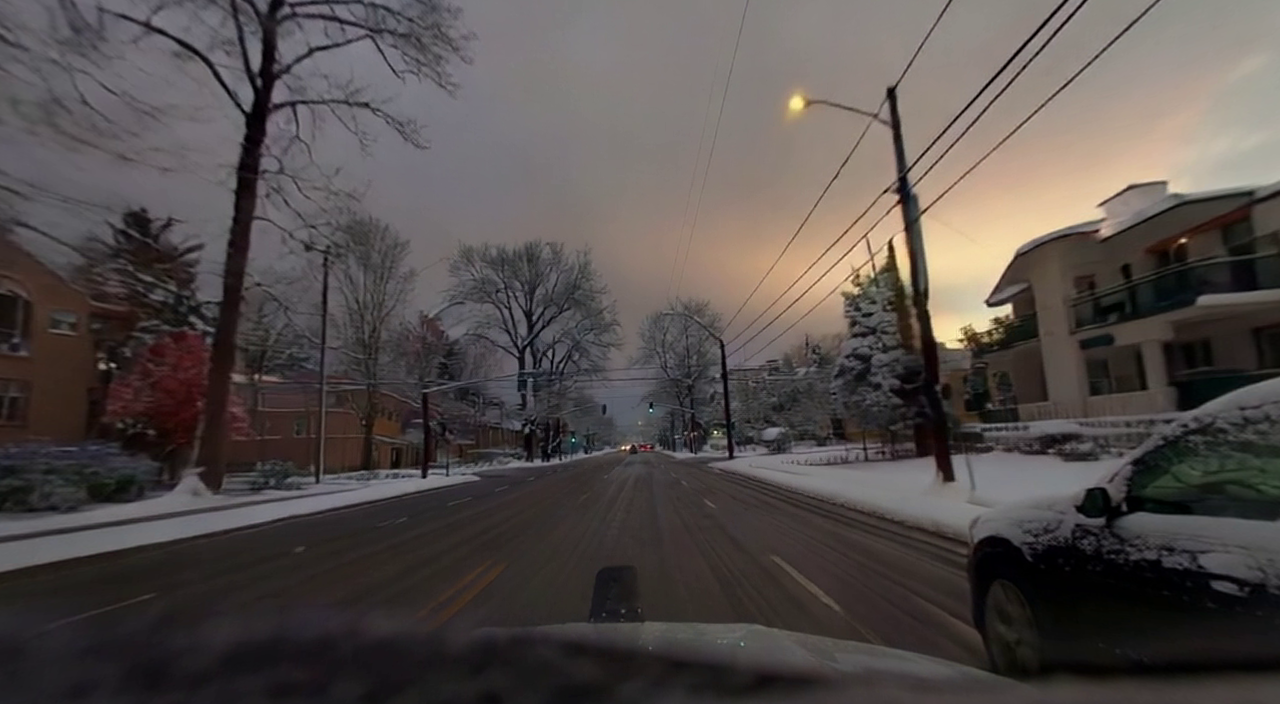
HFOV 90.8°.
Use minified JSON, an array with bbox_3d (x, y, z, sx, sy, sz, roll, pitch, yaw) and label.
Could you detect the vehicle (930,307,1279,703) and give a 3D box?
[{"bbox_3d":[3.052,0.729,1.673,2.224,1.791,4.834,0,-9,0],"label":"vehicle"}]
